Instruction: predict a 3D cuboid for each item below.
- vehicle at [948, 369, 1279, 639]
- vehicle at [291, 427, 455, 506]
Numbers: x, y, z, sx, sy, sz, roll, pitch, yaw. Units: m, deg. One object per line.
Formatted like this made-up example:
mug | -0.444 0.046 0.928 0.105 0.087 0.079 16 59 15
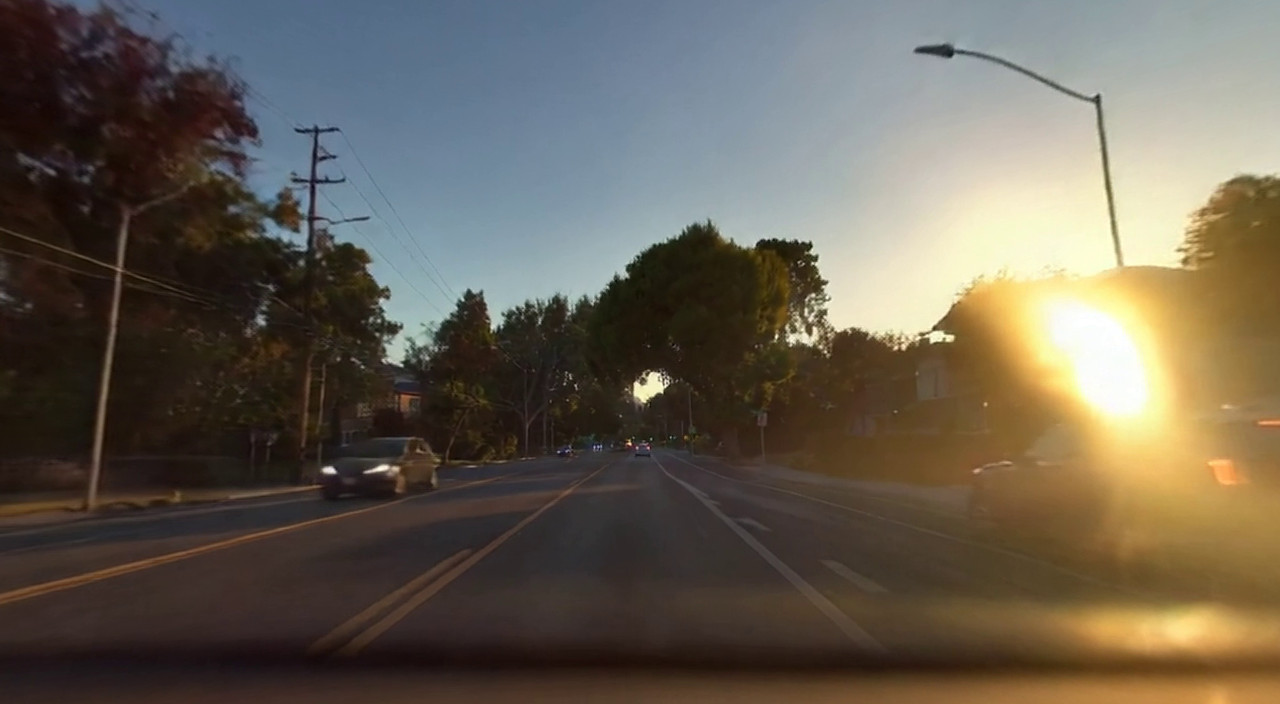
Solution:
vehicle | 5.347 1.299 6.102 2.114 1.799 4.960 0 -8 -1
vehicle | -7.461 3.254 18.446 2.325 1.877 5.690 -2 -8 0
